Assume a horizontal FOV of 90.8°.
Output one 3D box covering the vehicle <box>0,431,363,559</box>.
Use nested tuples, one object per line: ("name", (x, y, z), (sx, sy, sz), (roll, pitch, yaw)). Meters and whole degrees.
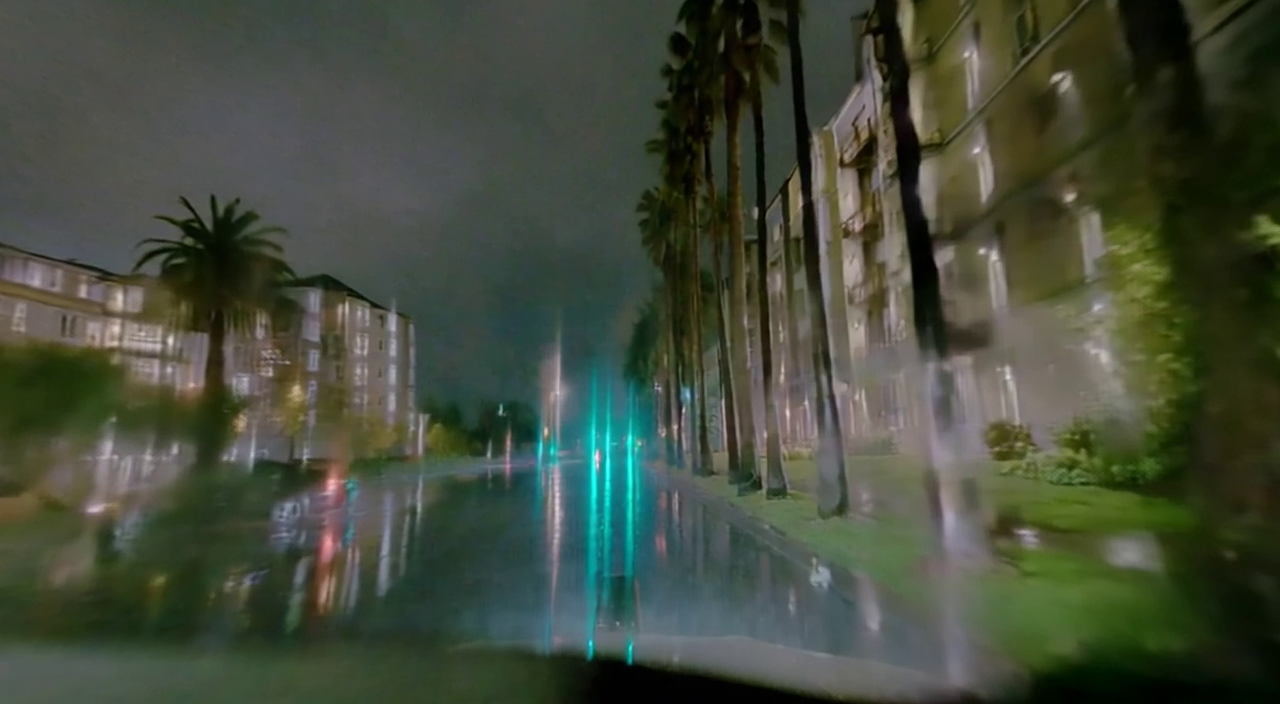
("vehicle", (-7.187, 2.147, 9.955), (4.803, 1.520, 1.894), (-2, -7, -6))
